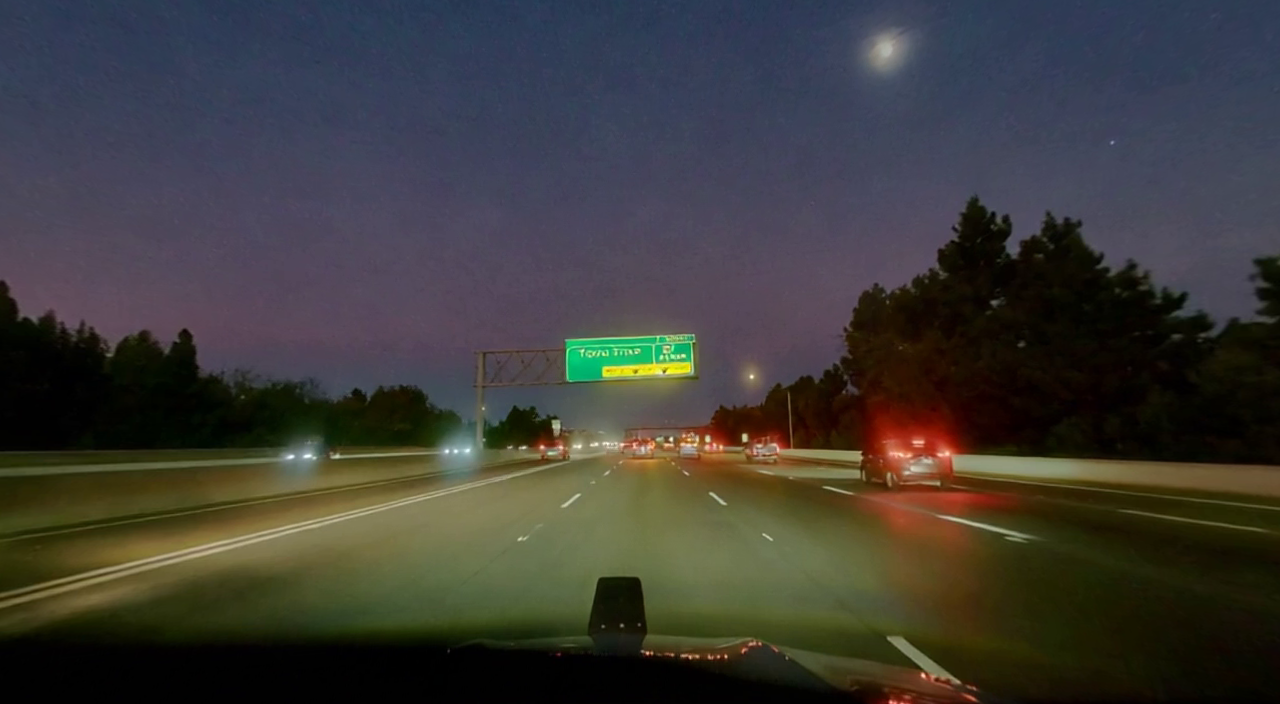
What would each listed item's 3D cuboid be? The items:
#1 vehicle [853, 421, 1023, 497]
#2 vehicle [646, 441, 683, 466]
[{"bbox_3d":[7.915,2.905,17.461,2.123,1.756,4.959,0,-8,-2],"label":"vehicle"},{"bbox_3d":[1.447,6.278,39.158,2.050,1.452,3.917,0,-8,-1],"label":"vehicle"}]
